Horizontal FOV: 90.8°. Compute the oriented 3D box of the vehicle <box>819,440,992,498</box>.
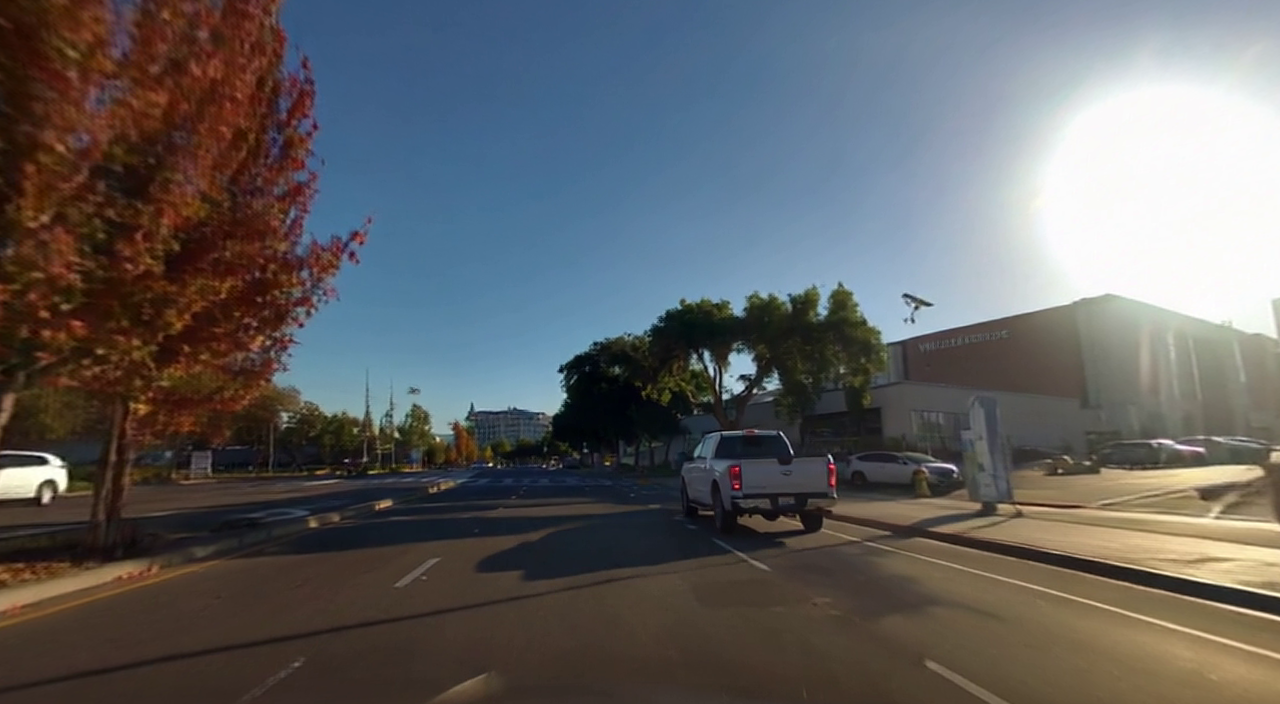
[{"bbox_3d":[13.205,5.901,31.754,7.551,2.142,2.896,6,-11,-7],"label":"vehicle"}]

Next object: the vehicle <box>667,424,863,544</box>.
[{"bbox_3d":[2.188,2.611,13.252,2.402,1.922,5.677,1,-9,-6],"label":"vehicle"}]
